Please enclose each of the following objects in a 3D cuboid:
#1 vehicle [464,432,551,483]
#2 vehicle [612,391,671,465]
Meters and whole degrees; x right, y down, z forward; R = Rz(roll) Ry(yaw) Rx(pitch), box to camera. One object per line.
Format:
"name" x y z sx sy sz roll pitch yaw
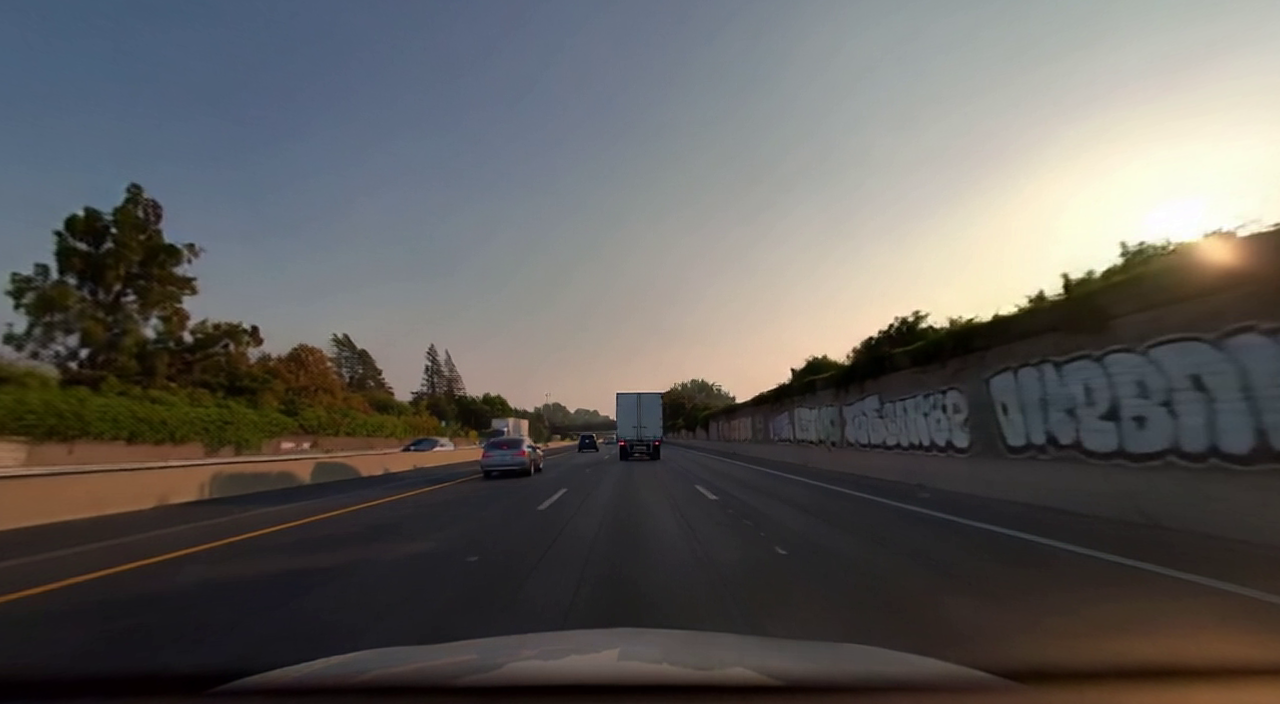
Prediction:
"vehicle" -4.343 3.513 21.414 1.948 1.526 4.525 0 -8 0
"vehicle" 0.005 4.421 36.003 2.927 3.649 9.443 0 -8 -1
